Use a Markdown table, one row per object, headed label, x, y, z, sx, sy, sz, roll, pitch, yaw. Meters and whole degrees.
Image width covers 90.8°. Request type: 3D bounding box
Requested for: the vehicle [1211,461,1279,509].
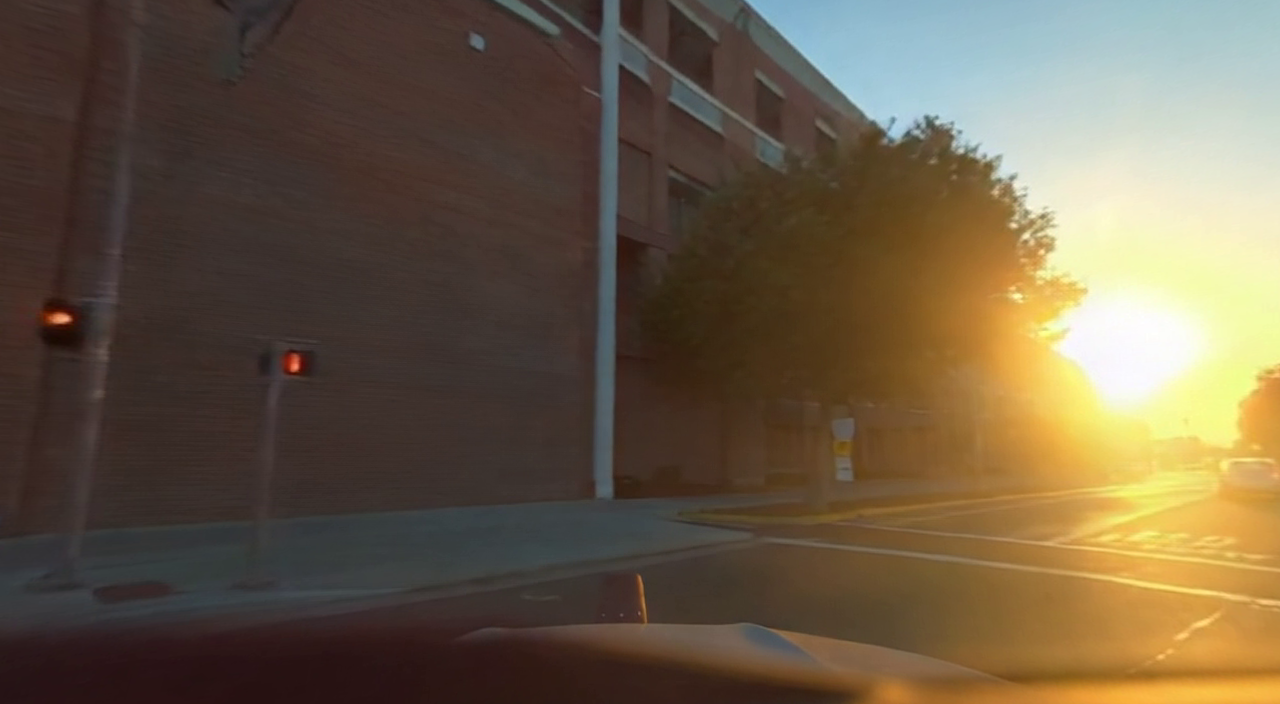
| label | x | y | z | sx | sy | sz | roll | pitch | yaw |
| --- | --- | --- | --- | --- | --- | --- | --- | --- | --- |
| vehicle | 24.686 | 5.234 | 25.191 | 4.551 | 1.657 | 2.218 | 8 | -11 | -41 |
